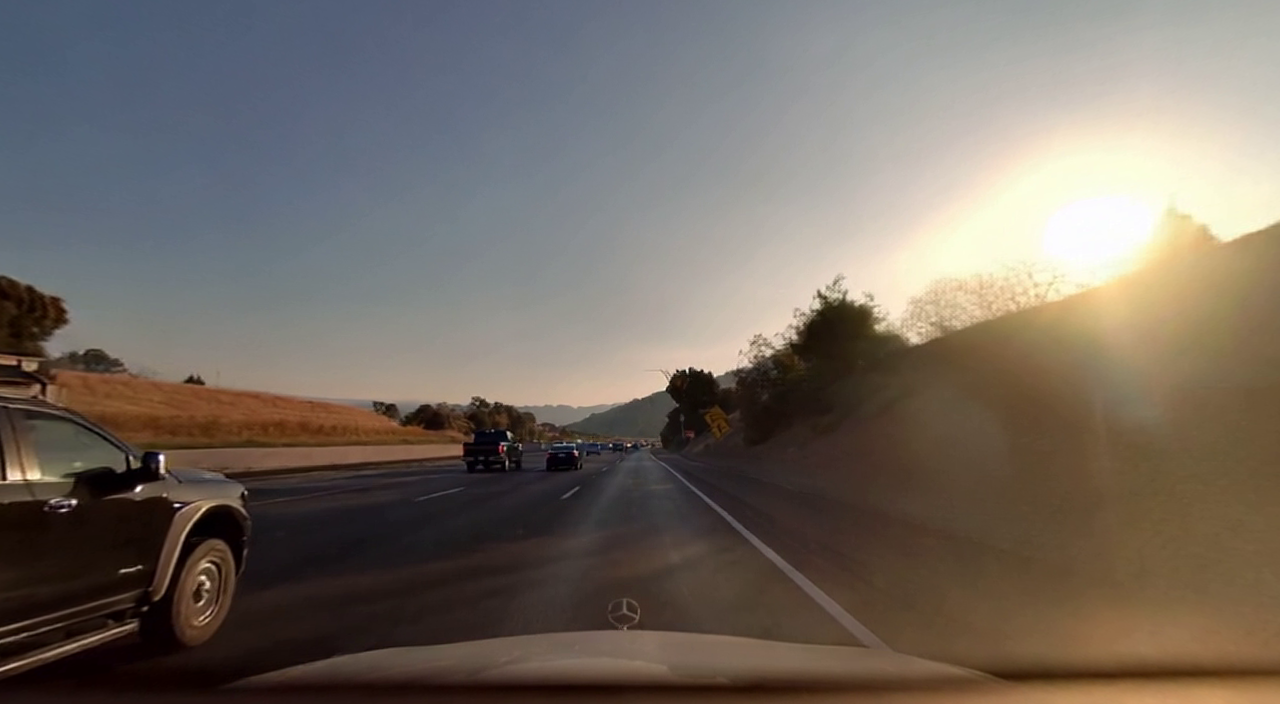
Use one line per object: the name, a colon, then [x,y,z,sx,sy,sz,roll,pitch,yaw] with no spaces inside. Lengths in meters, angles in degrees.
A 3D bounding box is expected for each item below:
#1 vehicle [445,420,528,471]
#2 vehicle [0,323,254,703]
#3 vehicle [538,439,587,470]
vehicle: [-7.521,4.702,31.593,2.594,2.254,6.028,0,-9,0]
vehicle: [-4.009,0.659,2.059,2.200,1.807,5.041,0,-9,1]
vehicle: [-4.012,5.408,33.304,2.012,1.509,4.359,0,-9,1]
